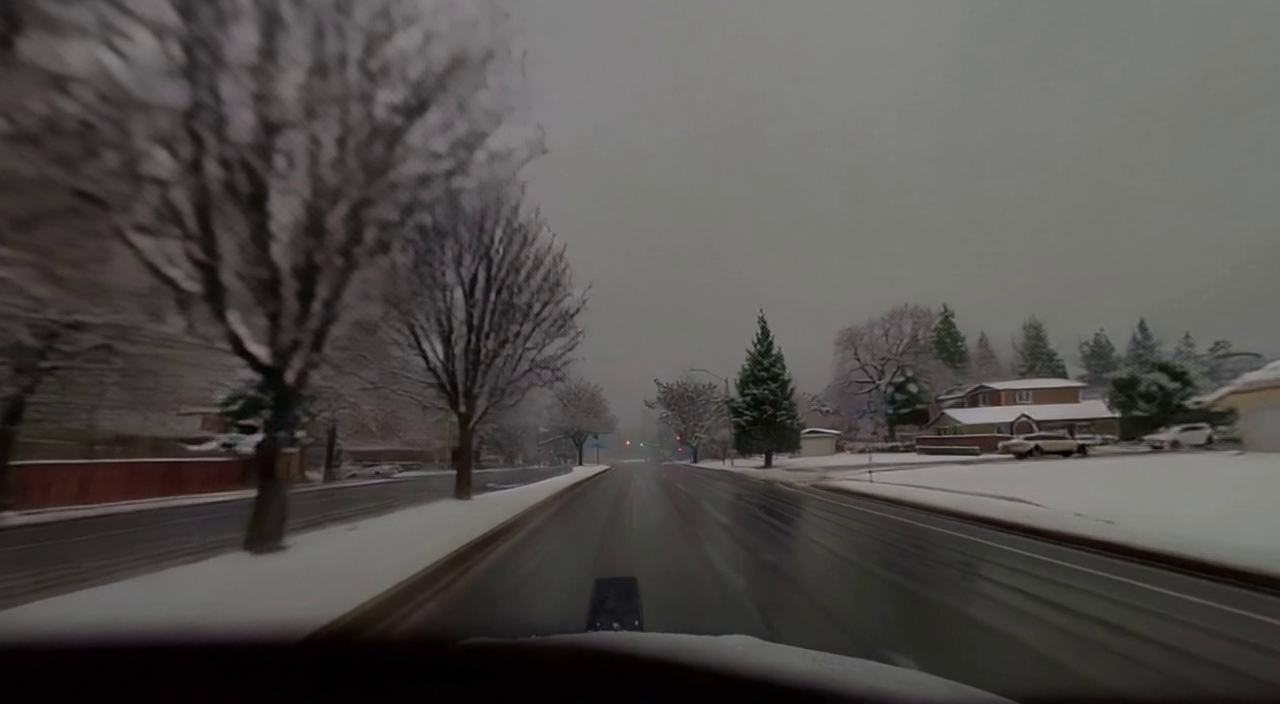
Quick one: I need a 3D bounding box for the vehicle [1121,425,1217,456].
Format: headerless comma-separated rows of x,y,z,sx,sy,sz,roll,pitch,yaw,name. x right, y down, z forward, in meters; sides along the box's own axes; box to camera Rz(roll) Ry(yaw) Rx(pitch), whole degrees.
32.322,5.500,38.817,2.031,1.648,4.246,0,-11,-3,vehicle
